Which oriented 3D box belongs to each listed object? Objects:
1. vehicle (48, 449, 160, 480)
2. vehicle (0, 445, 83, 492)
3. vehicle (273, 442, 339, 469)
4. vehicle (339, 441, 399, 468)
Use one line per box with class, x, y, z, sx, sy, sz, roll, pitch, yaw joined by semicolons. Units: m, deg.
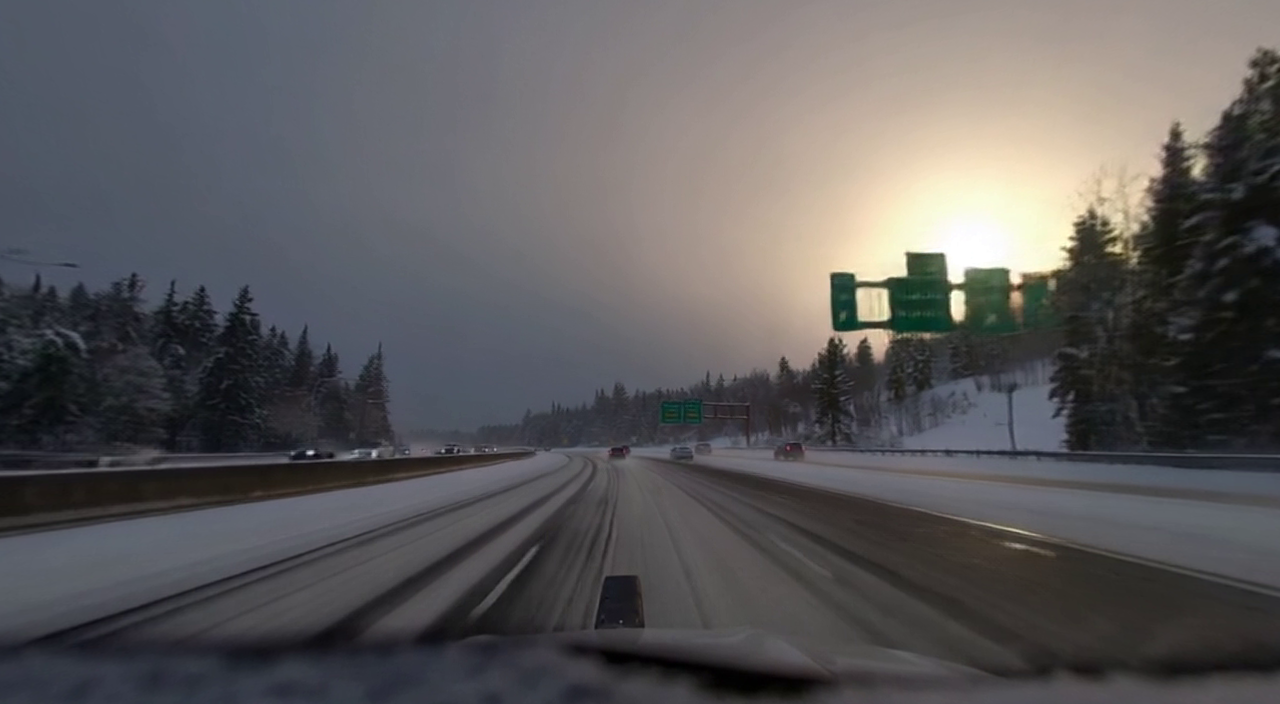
vehicle;-28.436;5.960;33.636;1.871;1.526;4.779;0;-9;-2
vehicle;-23.751;4.325;23.499;1.898;1.644;4.420;0;-9;-1
vehicle;-25.742;8.015;48.787;2.217;1.928;5.731;0;-9;-3
vehicle;-21.228;8.070;49.699;2.374;2.041;5.885;1;-9;-3
